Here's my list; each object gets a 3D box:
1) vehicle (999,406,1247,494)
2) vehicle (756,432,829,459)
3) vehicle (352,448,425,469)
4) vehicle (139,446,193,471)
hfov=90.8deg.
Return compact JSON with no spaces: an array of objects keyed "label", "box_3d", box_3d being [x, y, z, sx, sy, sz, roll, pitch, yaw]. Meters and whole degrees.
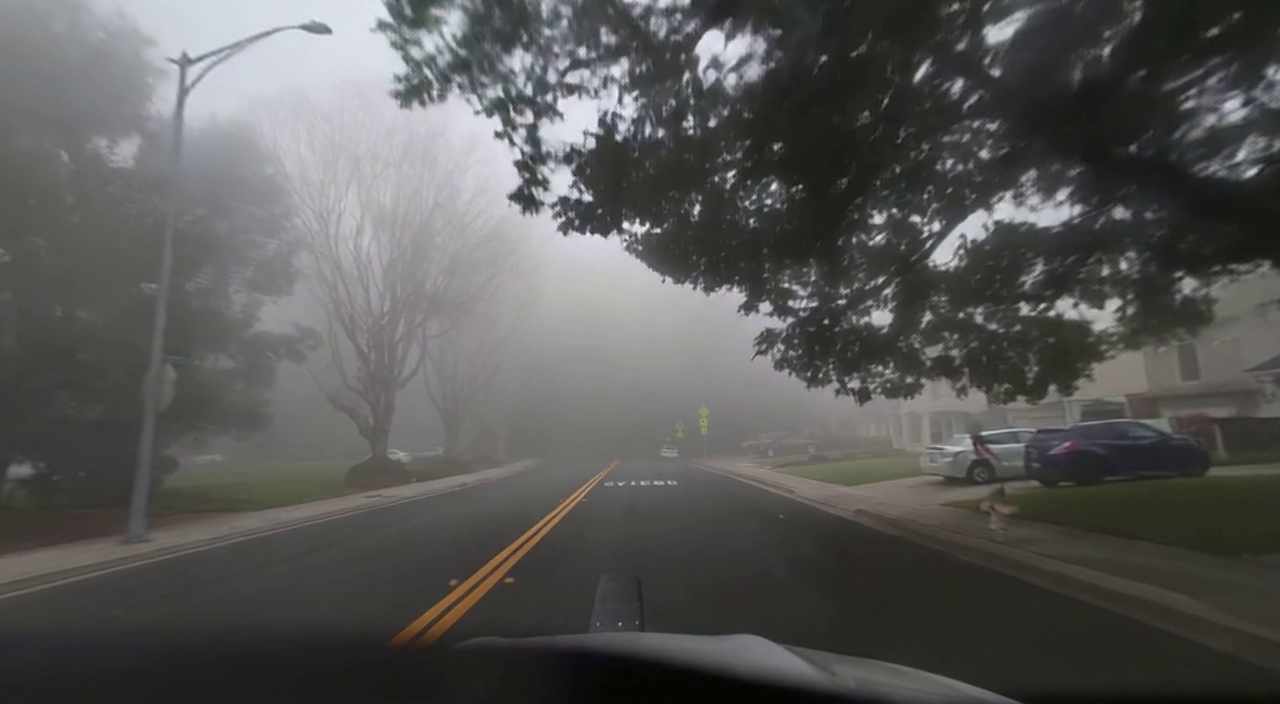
[{"label":"vehicle","box_3d":[10.579,2.159,14.077,3.933,1.645,1.832,-2,-8,-2]},{"label":"vehicle","box_3d":[11.078,6.821,45.997,4.750,1.658,1.902,-2,-10,0]},{"label":"vehicle","box_3d":[-19.181,8.126,48.312,4.691,1.483,1.955,8,-12,-44]},{"label":"vehicle","box_3d":[-35.854,8.093,47.691,4.938,1.720,1.926,-9,-14,39]}]
